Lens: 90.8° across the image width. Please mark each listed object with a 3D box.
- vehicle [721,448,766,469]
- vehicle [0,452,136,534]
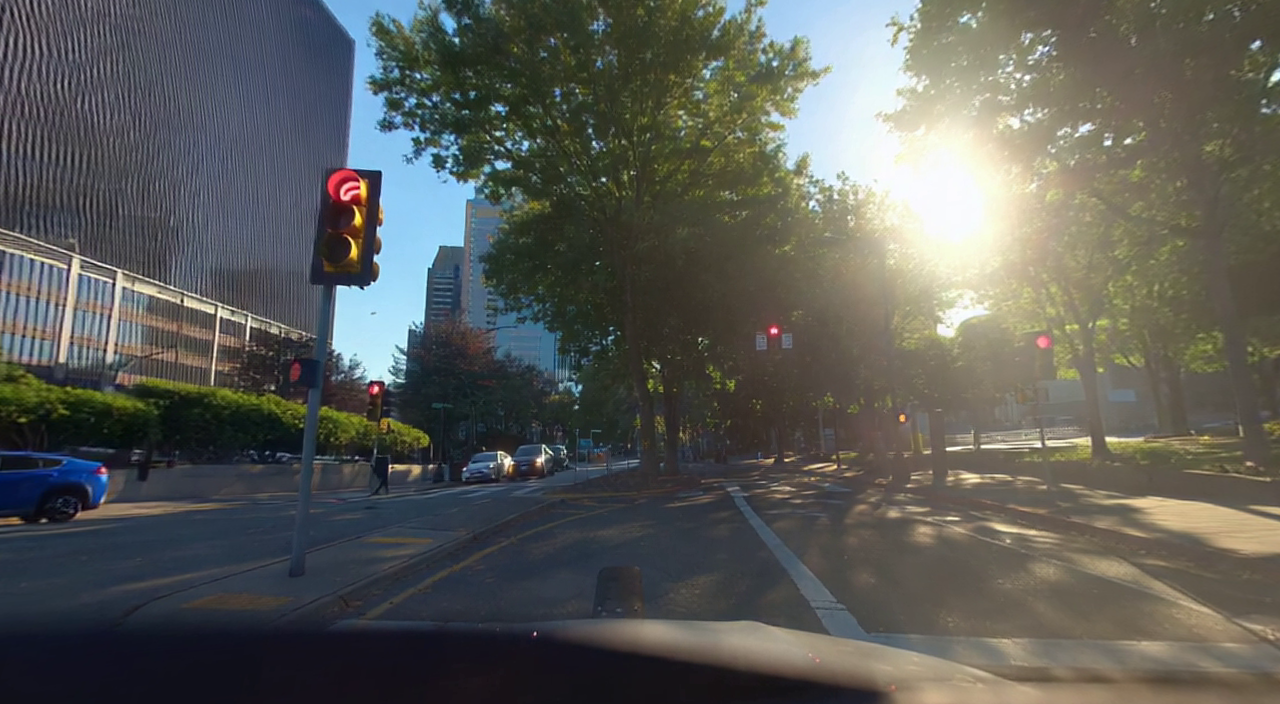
[{"bbox_3d":[7.860,8.123,48.415,1.829,1.440,4.384,2,-9,-14],"label":"vehicle"},{"bbox_3d":[-12.872,2.717,12.286,4.598,1.490,1.816,7,-11,-40],"label":"vehicle"}]
